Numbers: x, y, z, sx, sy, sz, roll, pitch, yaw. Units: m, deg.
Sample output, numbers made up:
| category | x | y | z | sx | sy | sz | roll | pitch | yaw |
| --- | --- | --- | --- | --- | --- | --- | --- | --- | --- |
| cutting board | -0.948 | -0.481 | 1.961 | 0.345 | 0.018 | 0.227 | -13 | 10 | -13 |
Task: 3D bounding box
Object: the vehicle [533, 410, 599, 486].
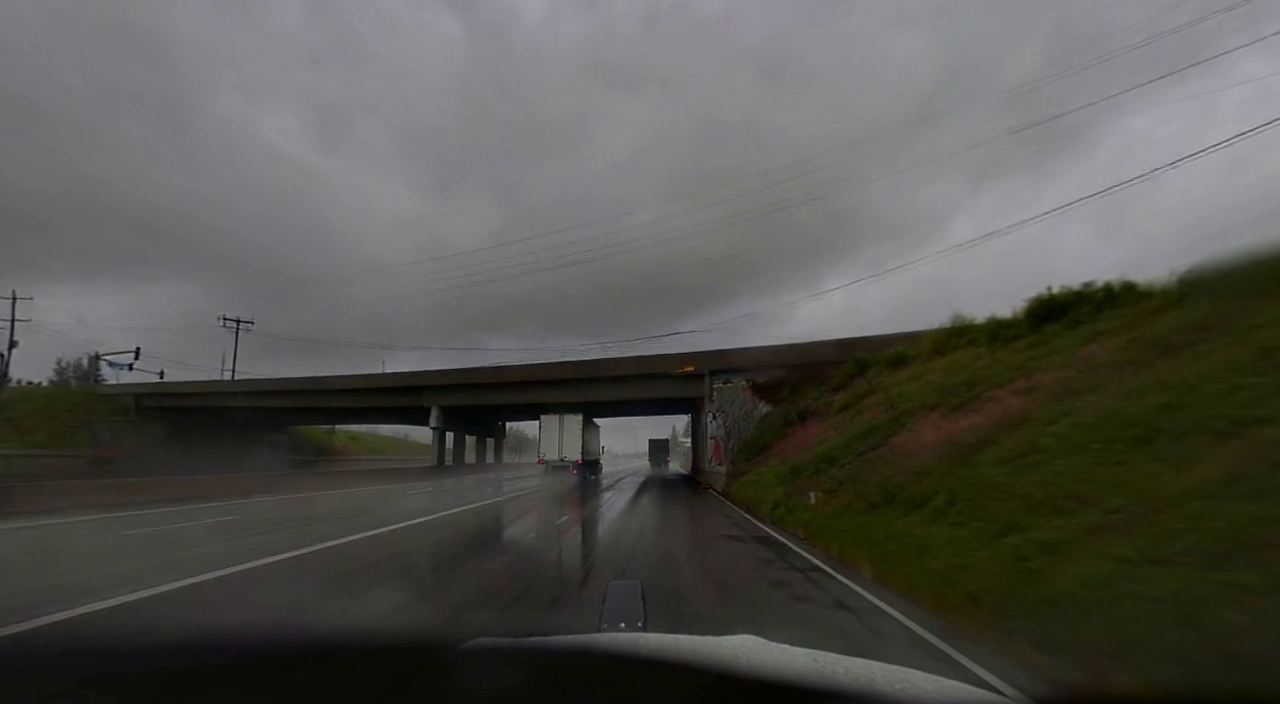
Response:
| category | x | y | z | sx | sy | sz | roll | pitch | yaw |
| --- | --- | --- | --- | --- | --- | --- | --- | --- | --- |
| vehicle | -4.242 | 5.801 | 38.192 | 2.955 | 4.022 | 8.842 | 0 | -9 | 0 |
